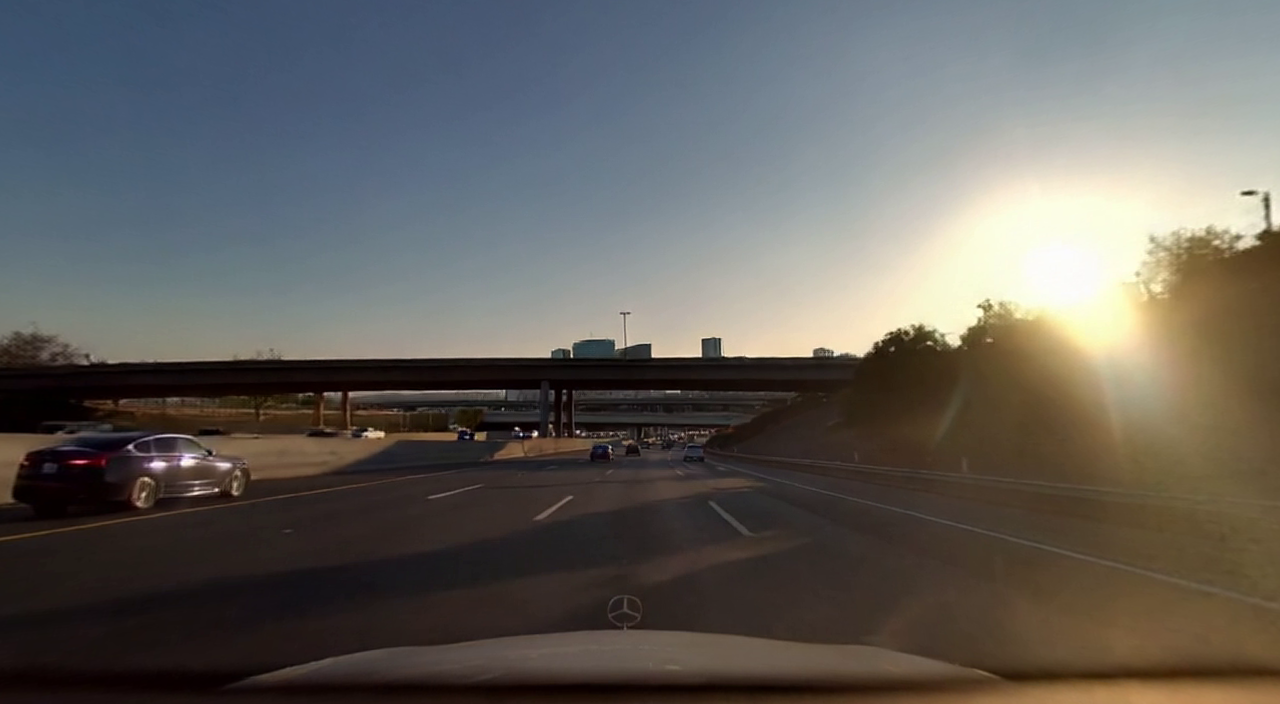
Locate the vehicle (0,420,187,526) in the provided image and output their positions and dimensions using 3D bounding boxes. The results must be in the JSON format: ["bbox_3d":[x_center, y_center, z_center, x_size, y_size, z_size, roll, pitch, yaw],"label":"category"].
[{"bbox_3d":[-11.197,2.193,11.819,1.995,1.682,4.516,0,-8,1],"label":"vehicle"}]

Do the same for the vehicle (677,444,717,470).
[{"bbox_3d":[3.469,6.501,39.489,2.059,1.509,4.670,0,-8,0],"label":"vehicle"}]

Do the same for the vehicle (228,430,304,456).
[{"bbox_3d":[-24.797,6.096,42.041,2.010,1.614,4.848,0,-8,2],"label":"vehicle"}]
